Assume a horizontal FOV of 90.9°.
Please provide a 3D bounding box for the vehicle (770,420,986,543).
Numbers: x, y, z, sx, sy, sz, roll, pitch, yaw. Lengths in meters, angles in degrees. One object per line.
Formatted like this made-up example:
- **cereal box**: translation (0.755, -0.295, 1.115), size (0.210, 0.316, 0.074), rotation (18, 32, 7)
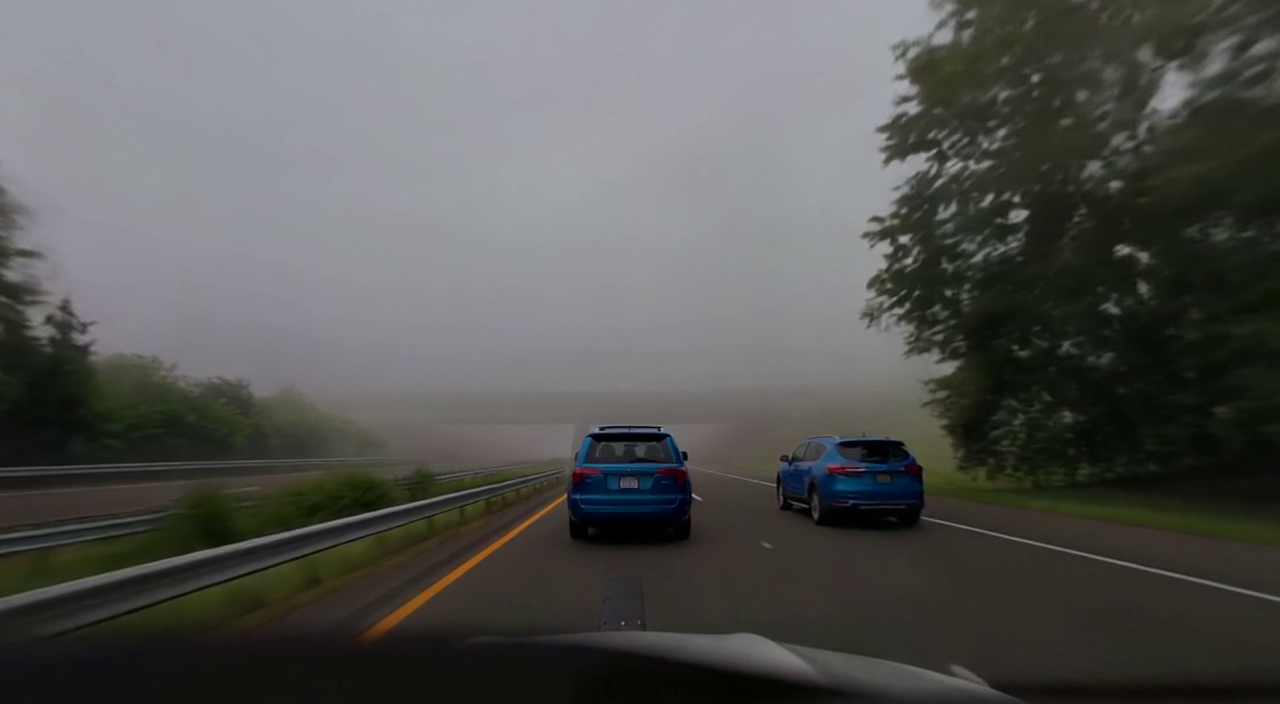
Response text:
- **vehicle**: translation (3.937, 2.237, 11.489), size (2.043, 1.767, 4.620), rotation (0, -9, -1)

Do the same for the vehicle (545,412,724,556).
- **vehicle**: translation (-0.087, 2.010, 10.169), size (2.288, 1.823, 4.059), rotation (0, -9, 0)
